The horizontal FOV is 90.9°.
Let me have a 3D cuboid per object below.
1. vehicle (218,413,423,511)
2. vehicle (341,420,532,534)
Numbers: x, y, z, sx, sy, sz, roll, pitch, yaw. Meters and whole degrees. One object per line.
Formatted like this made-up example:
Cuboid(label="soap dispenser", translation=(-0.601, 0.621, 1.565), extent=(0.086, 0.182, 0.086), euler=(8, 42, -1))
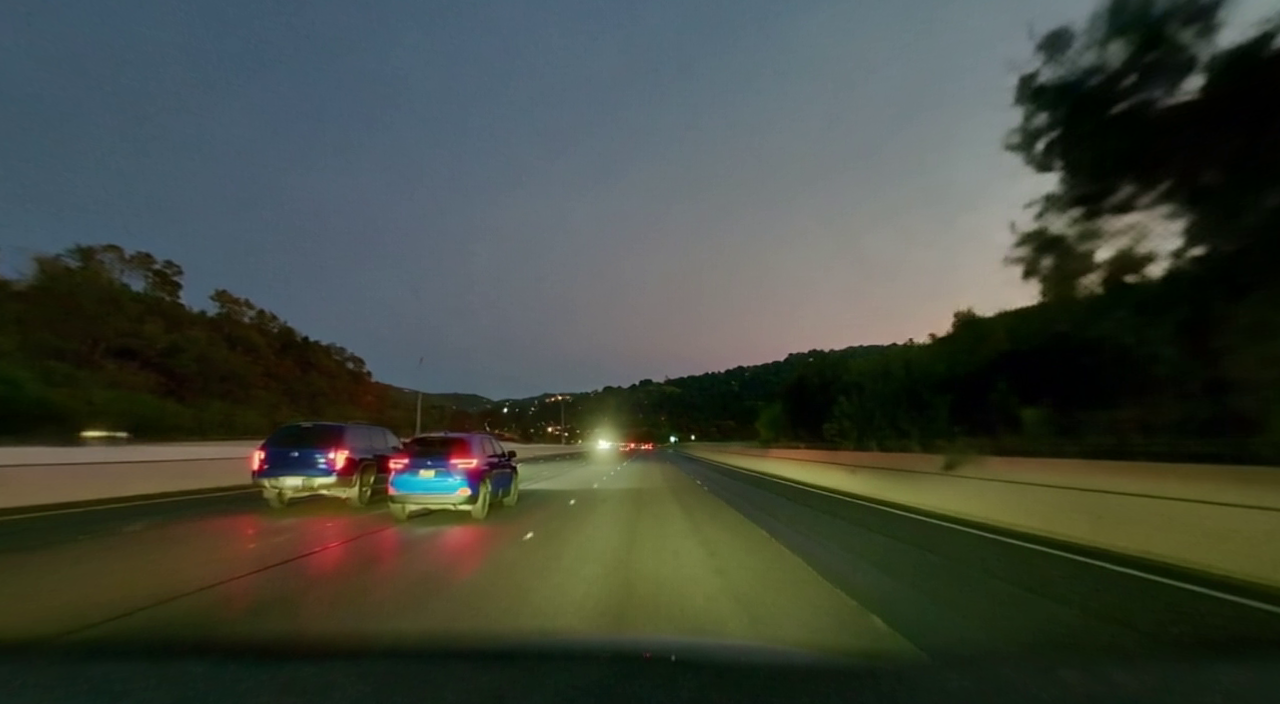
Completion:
Cuboid(label="vehicle", translation=(-7.209, 2.553, 15.045), extent=(2.151, 1.925, 4.945), euler=(0, -9, 1))
Cuboid(label="vehicle", translation=(-3.390, 2.179, 11.541), extent=(1.983, 1.663, 4.290), euler=(0, -9, 1))
